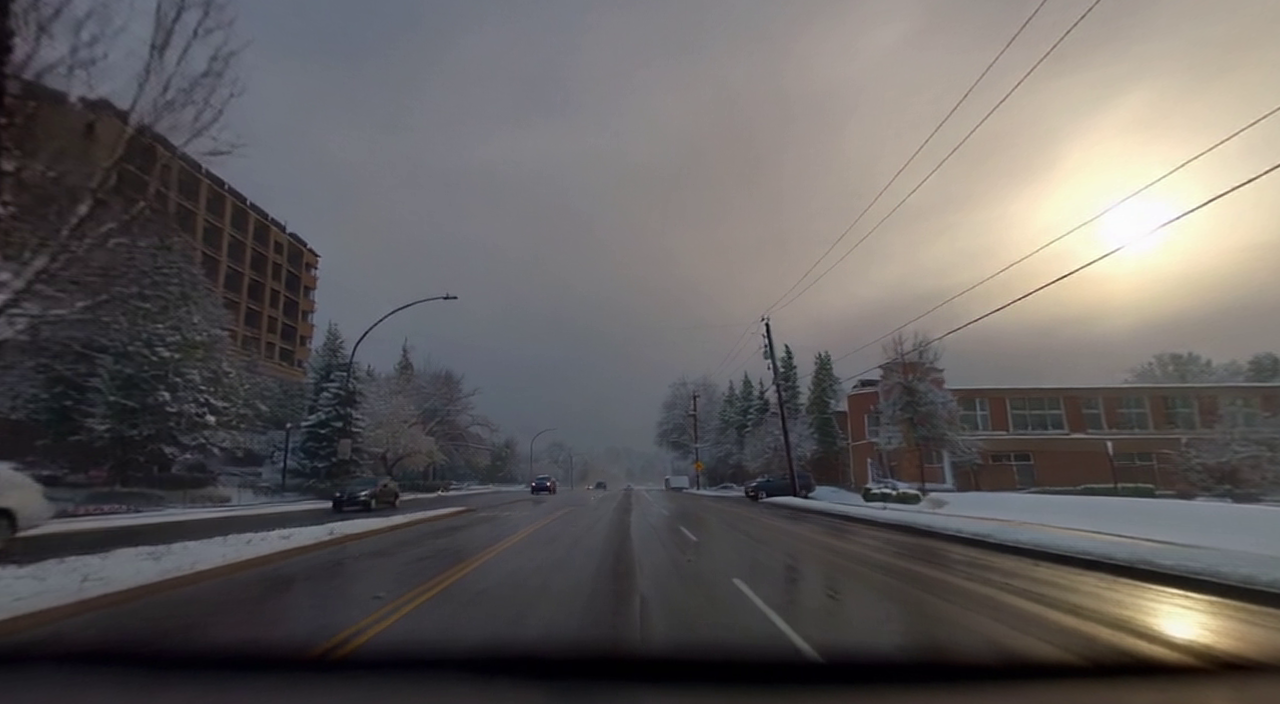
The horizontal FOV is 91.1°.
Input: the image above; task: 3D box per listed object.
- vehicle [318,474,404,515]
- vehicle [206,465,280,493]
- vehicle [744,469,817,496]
[{"bbox_3d":[-12.544,6.406,28.560,1.941,1.511,4.348,0,-9,0],"label":"vehicle"},{"bbox_3d":[-28.359,9.123,44.911,3.770,1.737,2.102,-1,-15,-3],"label":"vehicle"},{"bbox_3d":[10.321,9.622,46.526,4.903,1.831,2.098,0,-9,1],"label":"vehicle"}]
